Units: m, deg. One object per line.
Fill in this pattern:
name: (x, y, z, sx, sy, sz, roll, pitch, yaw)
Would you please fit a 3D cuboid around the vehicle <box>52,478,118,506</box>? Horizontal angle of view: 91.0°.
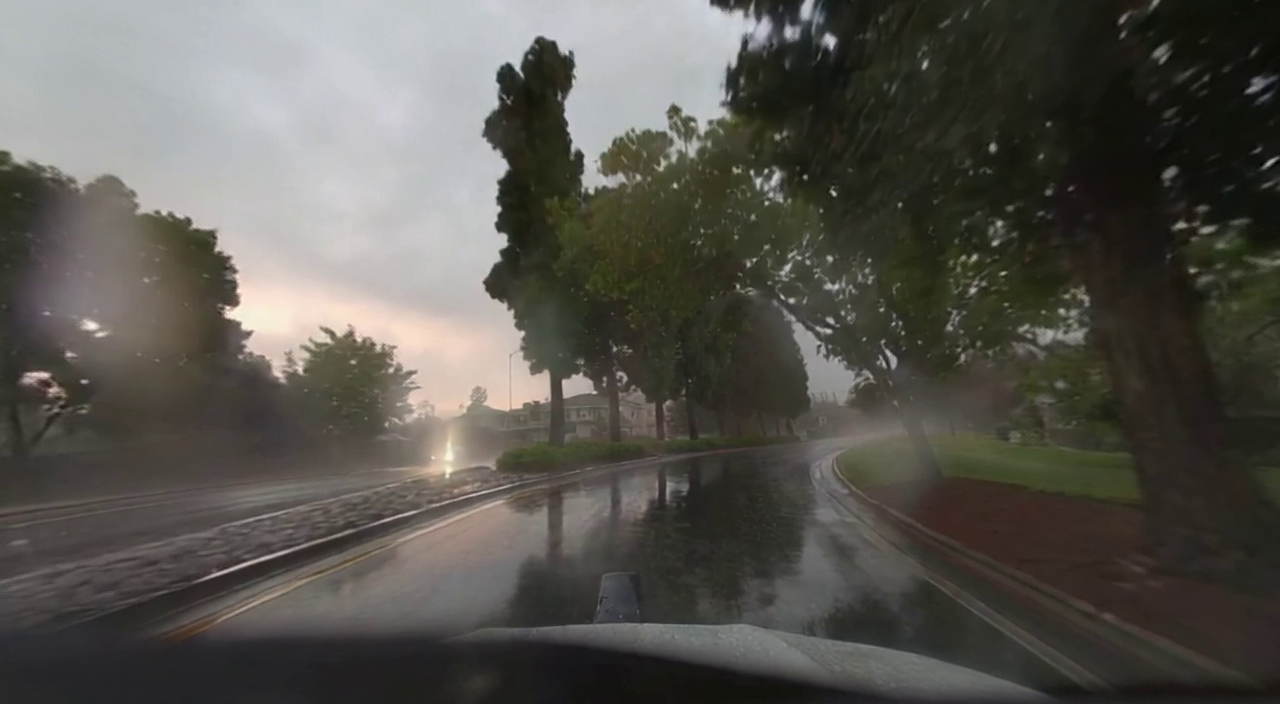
vehicle: (-43.137, 10.862, 49.049, 1.978, 1.724, 4.458, 2, -9, -15)
